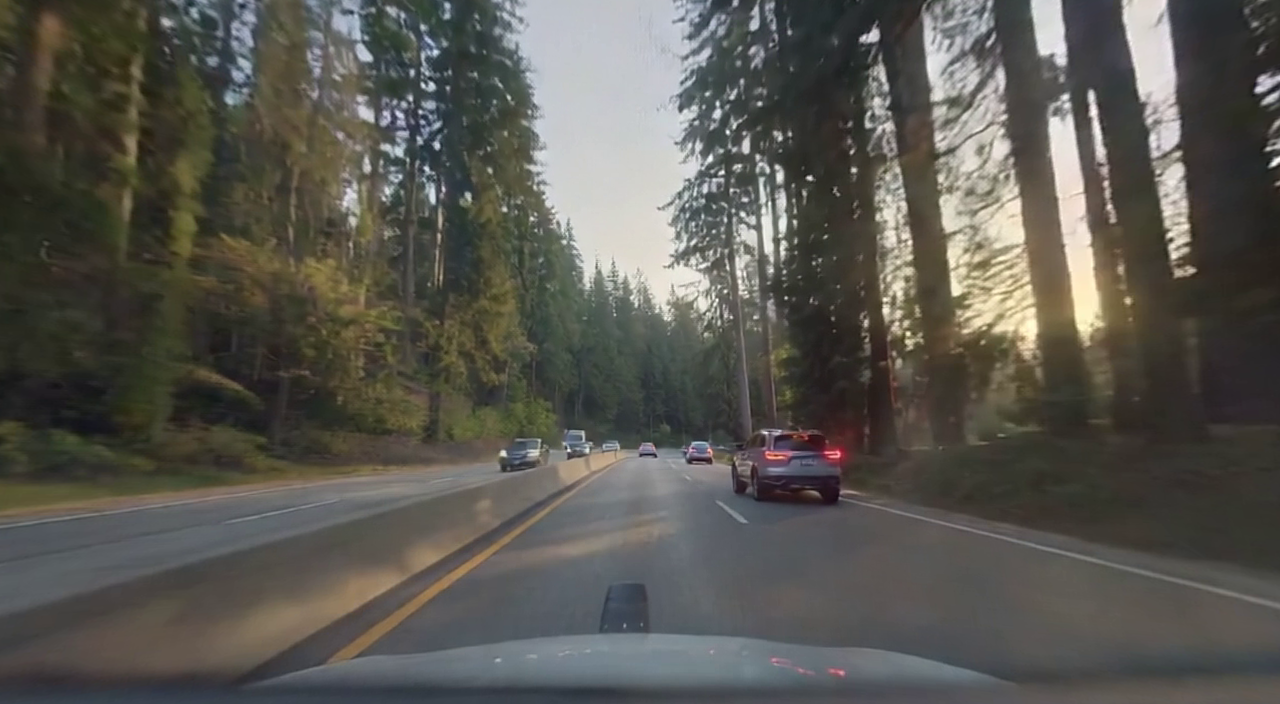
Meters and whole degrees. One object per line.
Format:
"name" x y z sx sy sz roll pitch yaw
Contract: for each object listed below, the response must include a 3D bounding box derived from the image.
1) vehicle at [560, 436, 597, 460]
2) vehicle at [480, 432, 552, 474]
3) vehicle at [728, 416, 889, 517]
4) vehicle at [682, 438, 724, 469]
"vehicle" -4.437 7.009 46.318 2.054 1.683 4.384 0 -8 3
"vehicle" -5.301 4.386 27.631 2.146 1.707 4.326 0 -8 1
"vehicle" 3.529 2.505 14.370 2.270 1.897 4.822 0 -8 -1
"vehicle" 3.704 6.064 37.836 2.112 1.708 4.380 0 -8 0
